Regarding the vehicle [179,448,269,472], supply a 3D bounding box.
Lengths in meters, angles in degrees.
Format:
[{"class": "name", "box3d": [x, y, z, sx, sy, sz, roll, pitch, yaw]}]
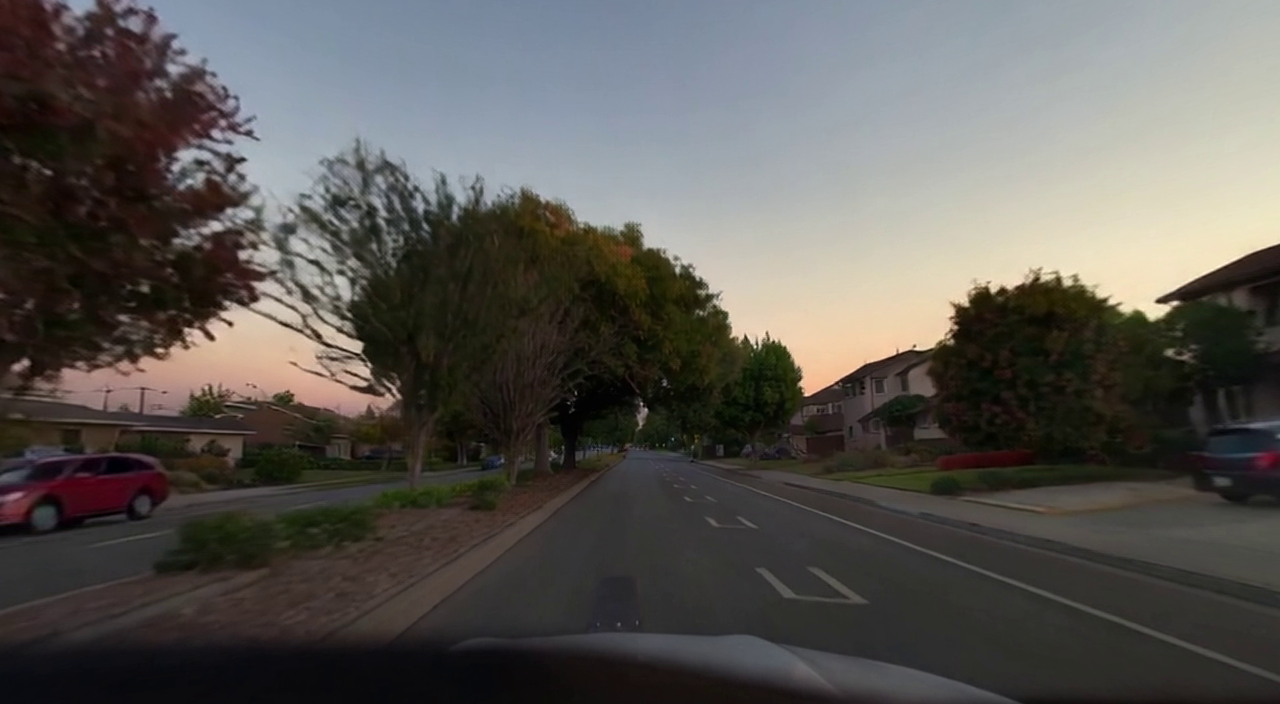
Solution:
[{"class": "vehicle", "box3d": [-27.865, 7.225, 42.395, 4.551, 1.556, 2.061, 0, -9, -1]}]

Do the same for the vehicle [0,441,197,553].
[{"class": "vehicle", "box3d": [-12.121, 2.876, 13.364, 2.105, 1.930, 4.541, 0, -9, 0]}]

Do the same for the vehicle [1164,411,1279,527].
[{"class": "vehicle", "box3d": [12.337, 1.947, 11.263, 4.194, 1.850, 1.951, -2, -8, -3]}]
